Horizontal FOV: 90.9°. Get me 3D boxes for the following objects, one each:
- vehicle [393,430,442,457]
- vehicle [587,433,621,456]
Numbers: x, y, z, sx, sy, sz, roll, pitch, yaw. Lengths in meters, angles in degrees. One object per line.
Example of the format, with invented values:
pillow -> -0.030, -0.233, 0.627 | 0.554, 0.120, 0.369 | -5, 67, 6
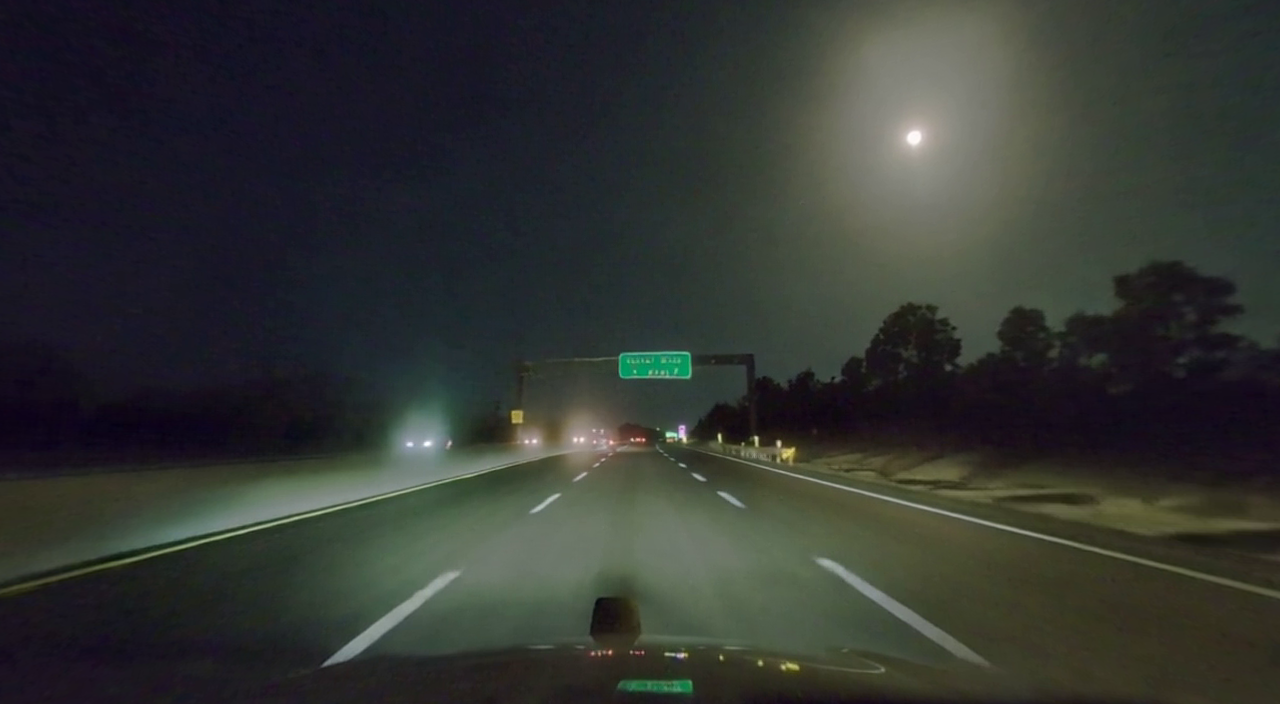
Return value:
vehicle -> -17.255, 7.087, 49.156 | 2.099, 1.969, 4.815 | 0, -8, 0
vehicle -> -2.517, 6.642, 45.400 | 2.148, 1.603, 4.513 | 0, -8, 1
